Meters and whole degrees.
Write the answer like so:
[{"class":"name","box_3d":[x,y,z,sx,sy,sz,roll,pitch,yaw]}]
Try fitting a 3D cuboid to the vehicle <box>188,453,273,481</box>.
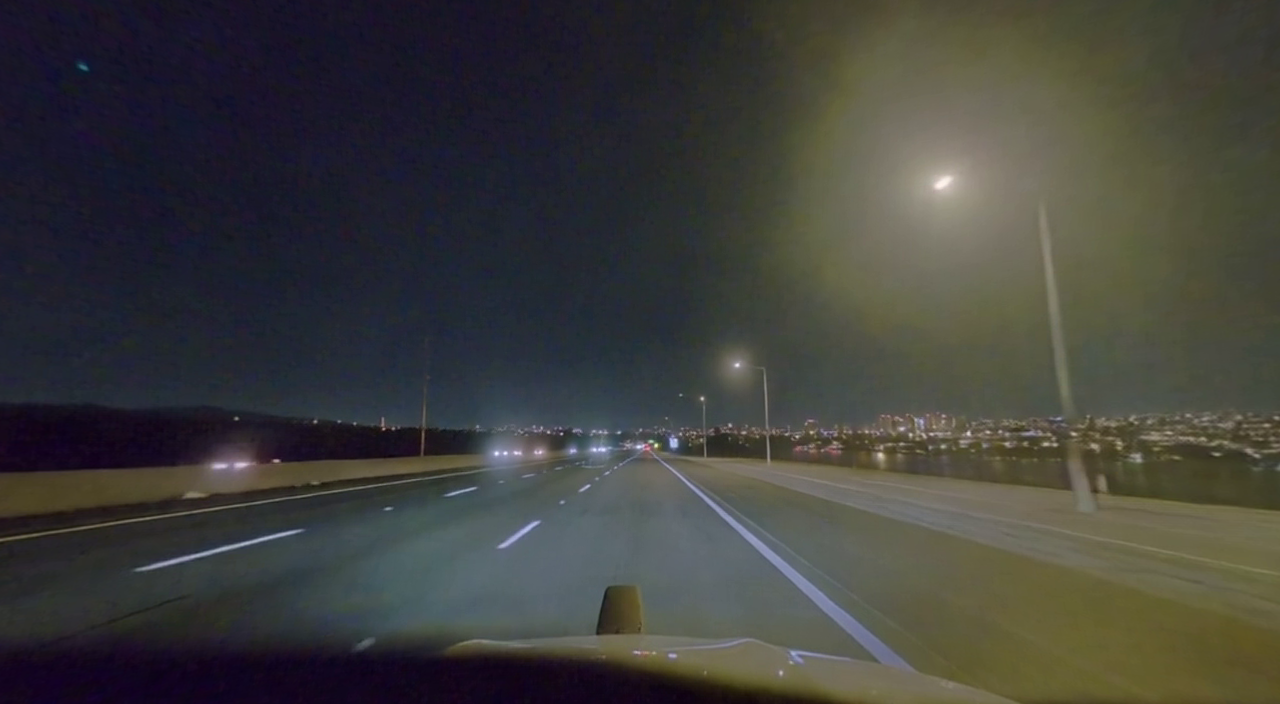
[{"class":"vehicle","box_3d":[-24.121,6.796,37.336,1.977,1.516,4.391,0,-9,2]}]
